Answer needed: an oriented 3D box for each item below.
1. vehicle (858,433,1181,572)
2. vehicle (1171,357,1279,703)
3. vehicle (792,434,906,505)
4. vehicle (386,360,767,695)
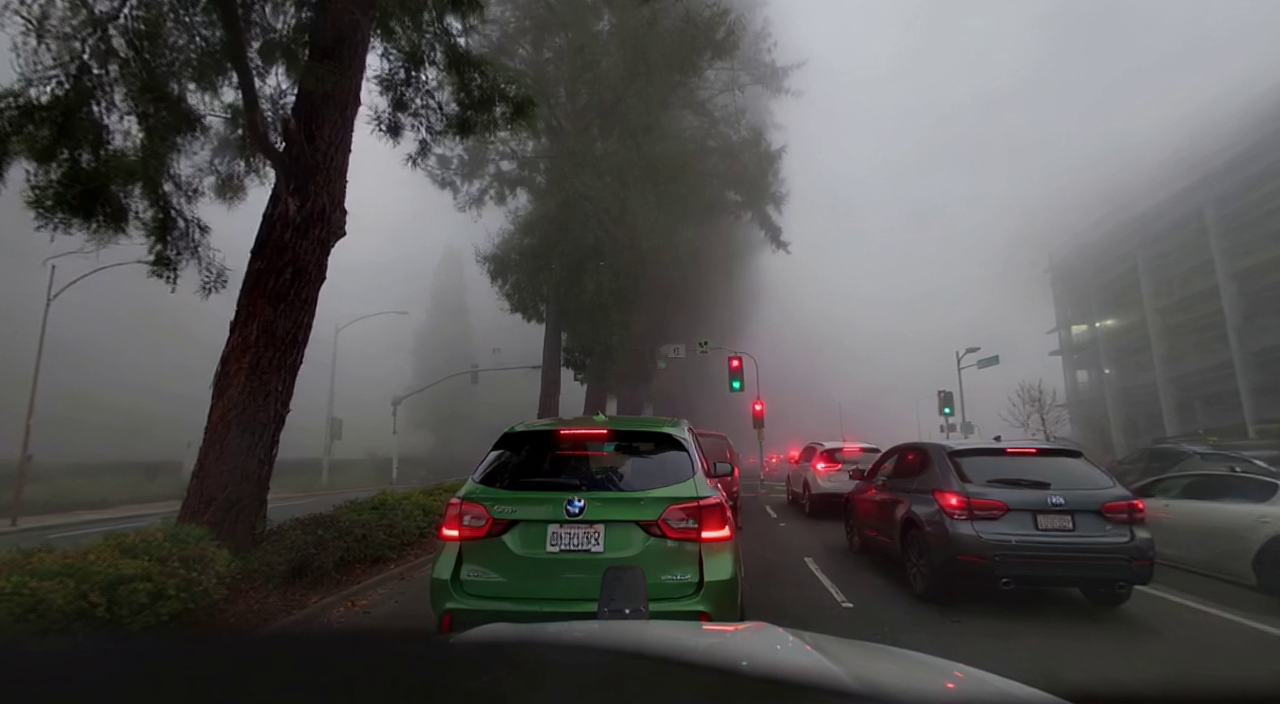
[{"bbox_3d":[4.902,1.968,9.158,1.963,1.480,4.553,0,-8,2],"label":"vehicle"},{"bbox_3d":[4.062,0.601,1.102,1.993,1.719,4.953,0,-8,1],"label":"vehicle"},{"bbox_3d":[5.336,3.032,16.714,1.994,1.638,4.100,-1,-9,6],"label":"vehicle"},{"bbox_3d":[-0.209,1.232,5.555,2.021,1.742,4.295,-1,-8,4],"label":"vehicle"}]
